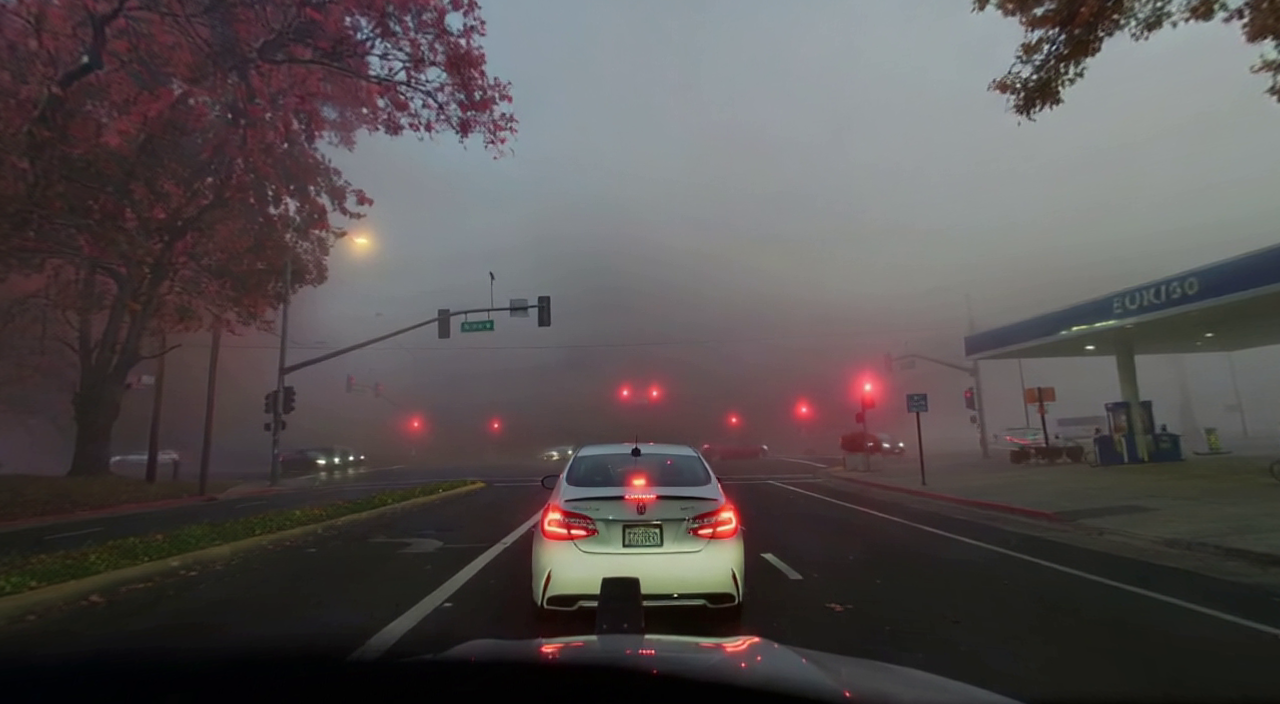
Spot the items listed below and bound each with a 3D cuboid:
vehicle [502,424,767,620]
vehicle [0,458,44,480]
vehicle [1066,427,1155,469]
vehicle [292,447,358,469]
[{"bbox_3d":[-0.038,1.599,6.902,2.010,1.482,4.057,0,-8,0],"label":"vehicle"},{"bbox_3d":[-44.836,8.177,44.186,4.380,1.409,1.841,-1,-8,5],"label":"vehicle"},{"bbox_3d":[18.608,3.759,24.870,4.091,1.495,2.053,8,-12,-44],"label":"vehicle"},{"bbox_3d":[-23.280,7.844,46.634,3.975,1.563,1.755,-1,-8,5],"label":"vehicle"}]
